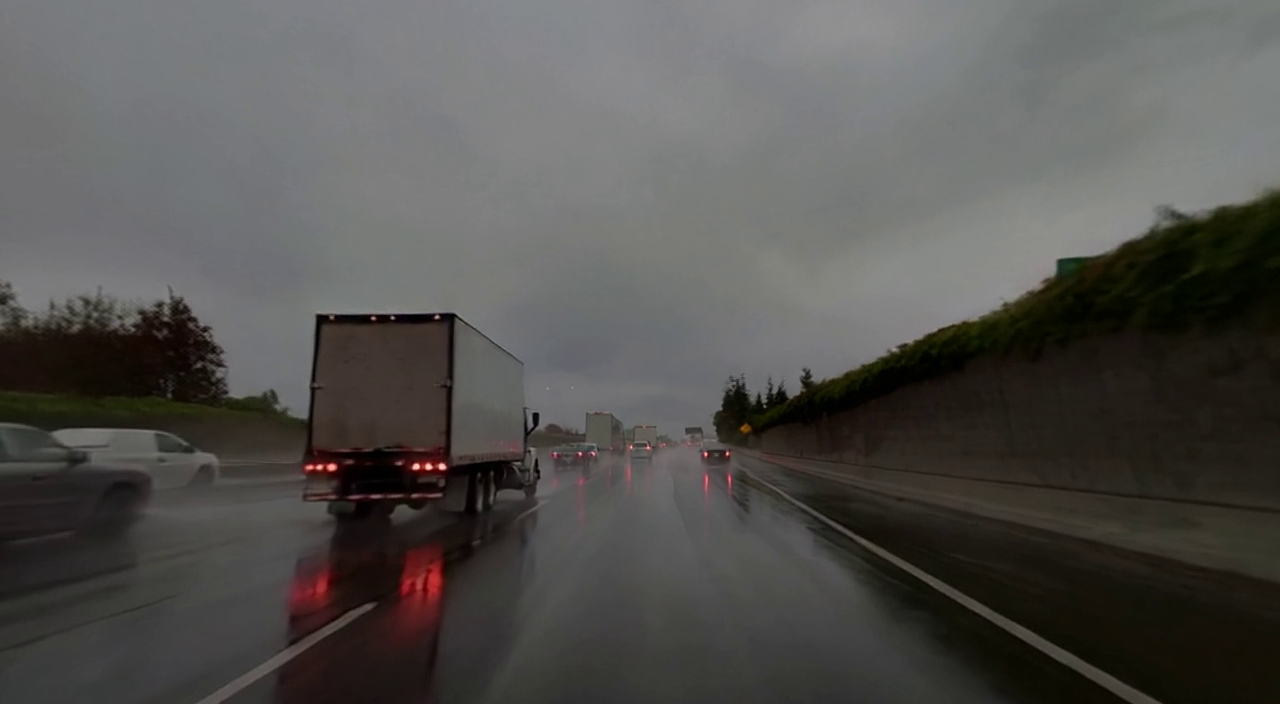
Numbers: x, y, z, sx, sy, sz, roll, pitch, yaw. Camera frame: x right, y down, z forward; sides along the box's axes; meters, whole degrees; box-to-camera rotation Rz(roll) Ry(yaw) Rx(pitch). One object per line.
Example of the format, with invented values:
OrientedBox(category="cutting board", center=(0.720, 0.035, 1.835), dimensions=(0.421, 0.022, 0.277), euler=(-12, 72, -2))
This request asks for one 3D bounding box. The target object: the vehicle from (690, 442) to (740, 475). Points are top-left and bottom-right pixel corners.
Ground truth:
OrientedBox(category="vehicle", center=(3.641, 5.249, 31.333), dimensions=(2.176, 1.493, 3.955), euler=(-1, -8, 3))

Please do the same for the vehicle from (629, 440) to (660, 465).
OrientedBox(category="vehicle", center=(0.322, 7.886, 49.842), dimensions=(2.325, 1.864, 4.128), euler=(0, -8, 0))

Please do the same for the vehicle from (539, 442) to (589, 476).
OrientedBox(category="vehicle", center=(-3.740, 5.375, 31.933), dimensions=(1.866, 1.568, 4.603), euler=(0, -8, 1))

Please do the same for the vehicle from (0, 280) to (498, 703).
OrientedBox(category="vehicle", center=(-3.980, 0.843, 3.242), dimensions=(3.050, 1.964, 15.030), euler=(0, -9, 0))
